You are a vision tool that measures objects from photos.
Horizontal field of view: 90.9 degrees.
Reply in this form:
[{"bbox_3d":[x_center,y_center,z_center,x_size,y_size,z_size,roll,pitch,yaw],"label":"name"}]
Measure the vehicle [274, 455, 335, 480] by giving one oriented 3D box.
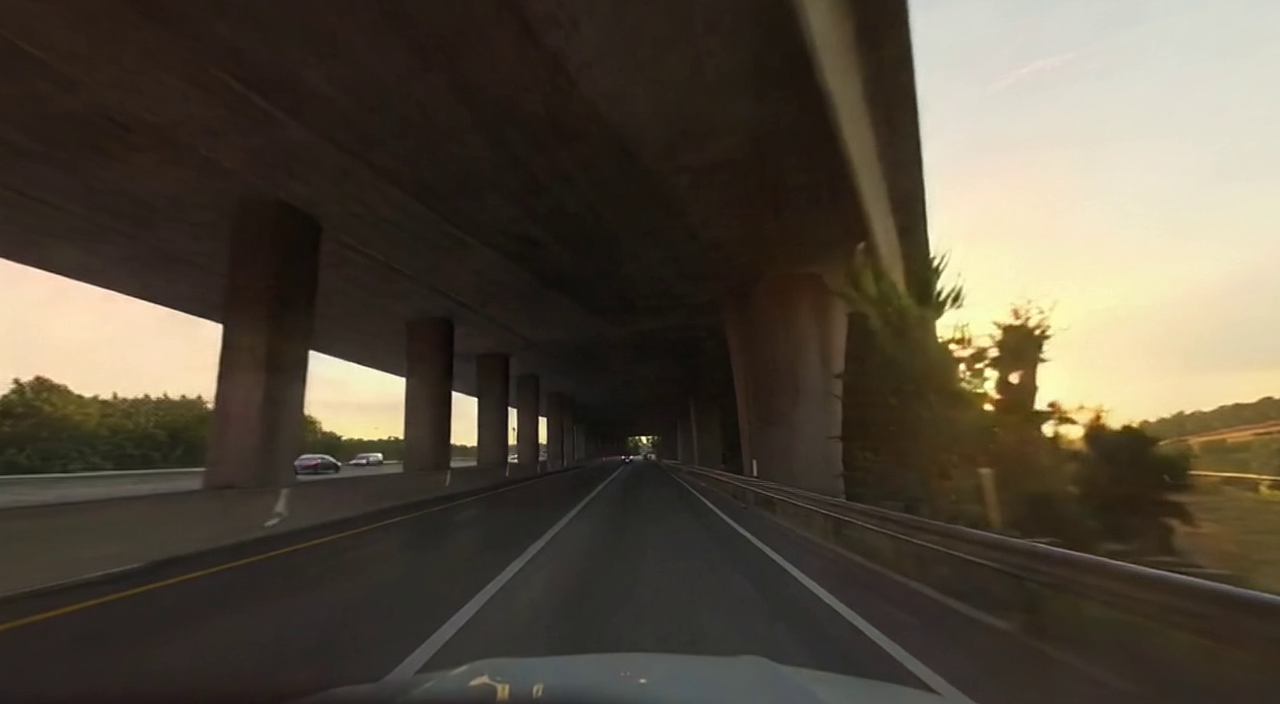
[{"bbox_3d":[-24.055,8.287,45.346,1.817,1.626,4.551,0,-9,1],"label":"vehicle"}]
